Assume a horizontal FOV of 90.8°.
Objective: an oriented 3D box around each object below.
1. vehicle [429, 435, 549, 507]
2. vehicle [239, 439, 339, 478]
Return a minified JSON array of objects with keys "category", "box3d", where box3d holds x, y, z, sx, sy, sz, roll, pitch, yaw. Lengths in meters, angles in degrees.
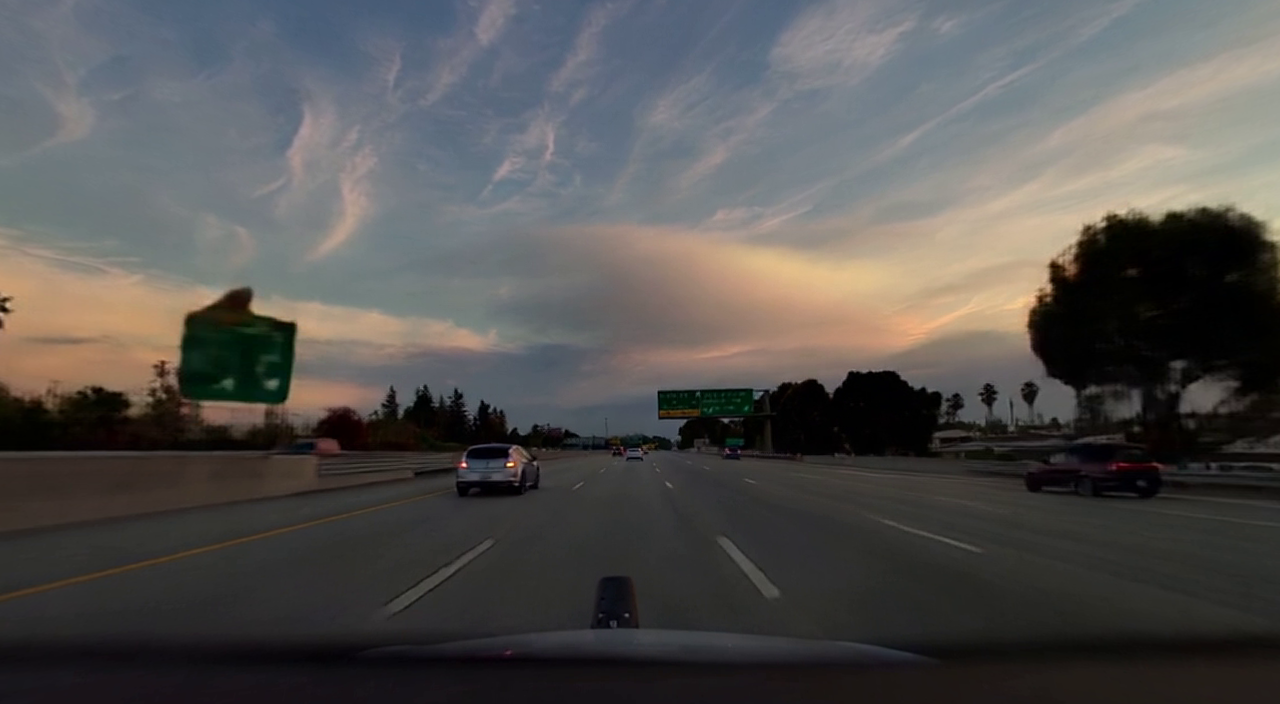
[{"category":"vehicle","box3d":[-3.746,3.041,16.639,1.996,1.617,4.637,0,-9,0]},{"category":"vehicle","box3d":[-17.313,5.269,31.503,2.228,1.795,4.910,0,-9,-1]}]
